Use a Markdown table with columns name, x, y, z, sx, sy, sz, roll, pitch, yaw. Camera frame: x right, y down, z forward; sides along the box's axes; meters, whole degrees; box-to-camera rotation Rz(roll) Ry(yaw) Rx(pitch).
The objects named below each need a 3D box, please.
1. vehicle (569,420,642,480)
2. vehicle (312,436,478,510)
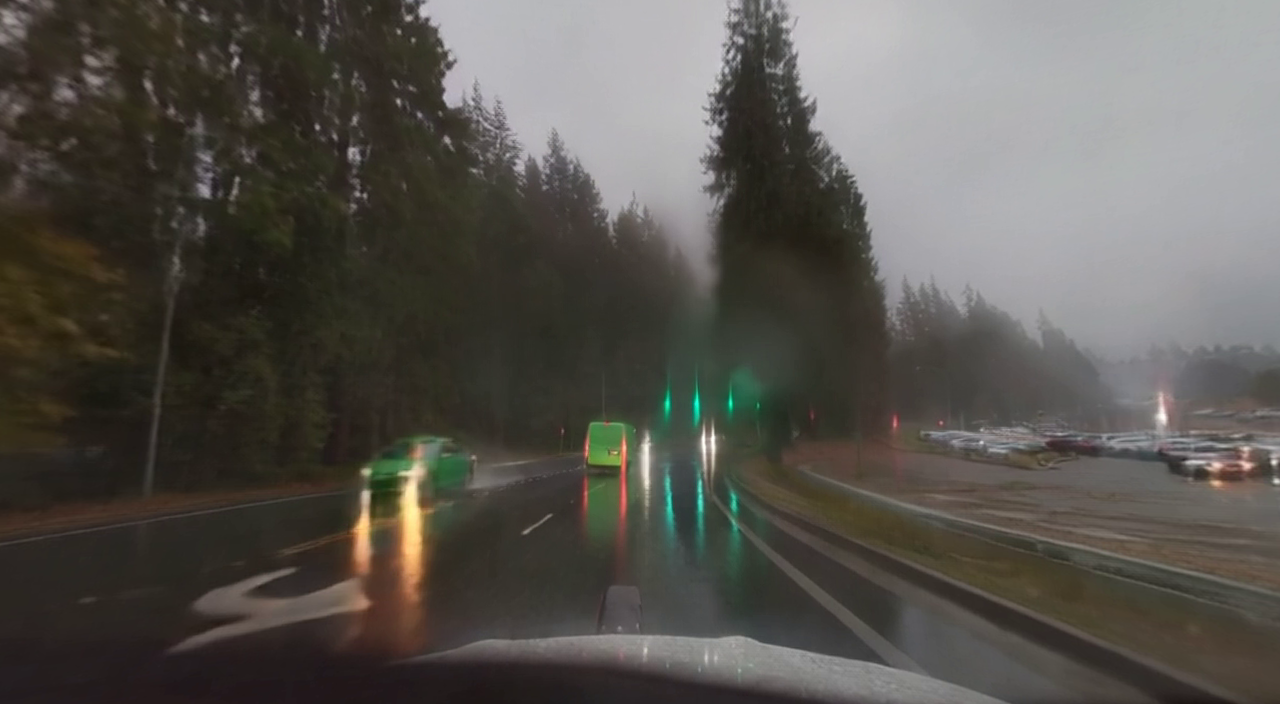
| name | x | y | z | sx | sy | sz | roll | pitch | yaw |
| --- | --- | --- | --- | --- | --- | --- | --- | --- | --- |
| vehicle | -1.261 | 3.975 | 25.654 | 2.362 | 2.185 | 5.212 | 0 | -8 | 4 |
| vehicle | -5.489 | 2.759 | 14.855 | 1.968 | 1.460 | 4.486 | 0 | -8 | 2 |
